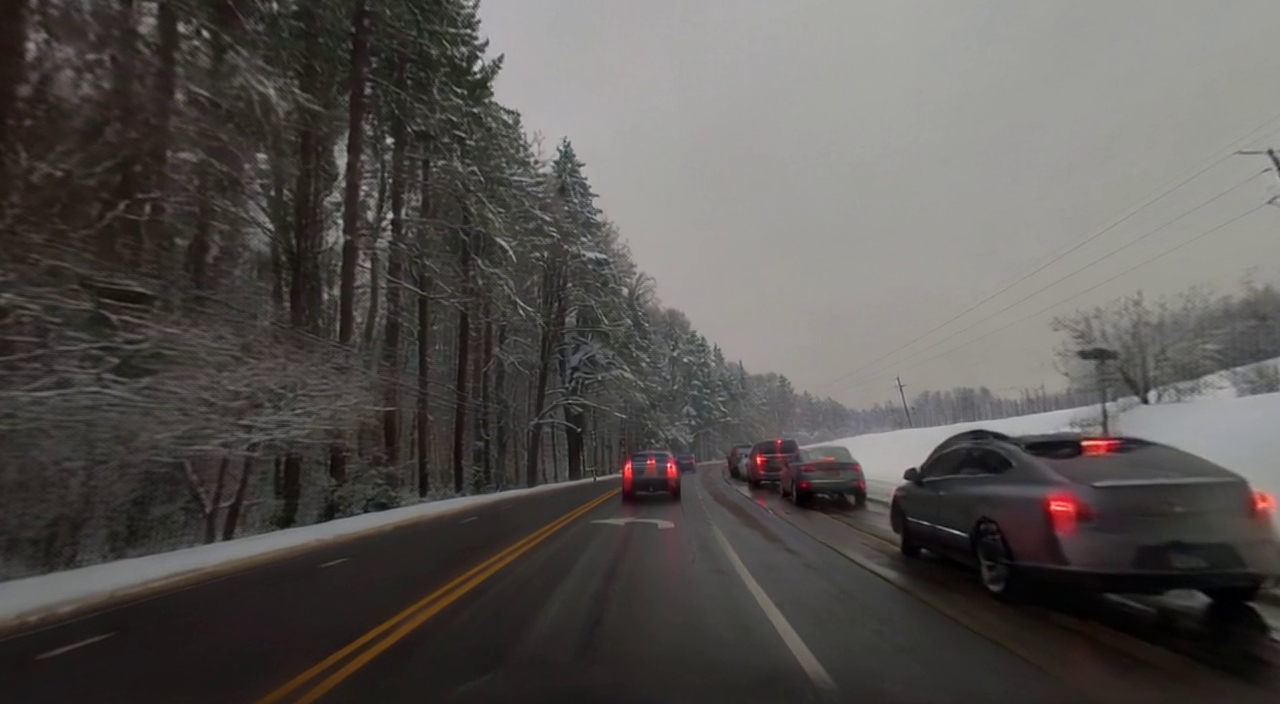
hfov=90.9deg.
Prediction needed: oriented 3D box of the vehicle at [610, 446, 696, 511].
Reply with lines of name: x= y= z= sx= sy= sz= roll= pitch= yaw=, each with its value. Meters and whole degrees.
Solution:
vehicle: x=0.386 y=3.379 z=17.374 sx=2.078 sy=1.521 sz=4.058 roll=0 pitch=-8 yaw=2

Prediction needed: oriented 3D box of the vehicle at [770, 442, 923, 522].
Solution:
vehicle: x=4.348 y=2.770 z=14.196 sx=1.992 sy=1.469 sz=4.823 roll=0 pitch=-8 yaw=2

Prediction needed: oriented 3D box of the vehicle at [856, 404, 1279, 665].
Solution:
vehicle: x=3.972 y=1.486 z=6.345 sx=1.957 sy=1.629 sz=4.609 roll=0 pitch=-8 yaw=0
